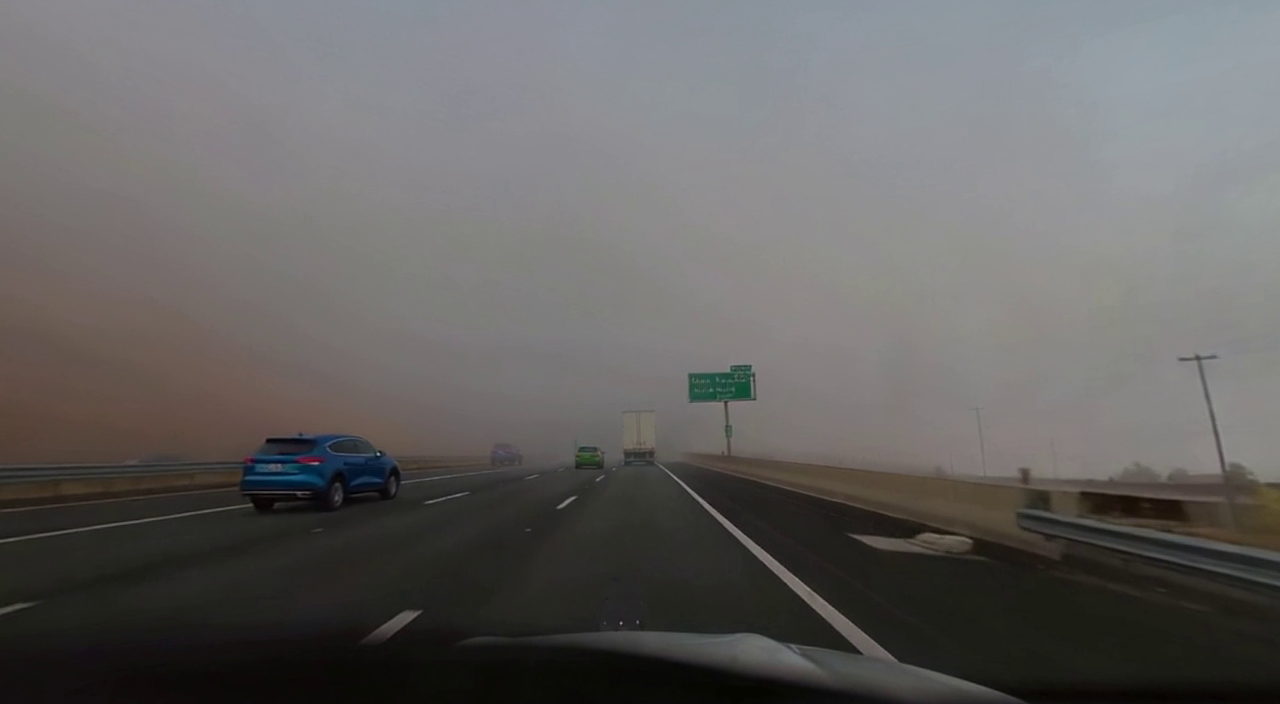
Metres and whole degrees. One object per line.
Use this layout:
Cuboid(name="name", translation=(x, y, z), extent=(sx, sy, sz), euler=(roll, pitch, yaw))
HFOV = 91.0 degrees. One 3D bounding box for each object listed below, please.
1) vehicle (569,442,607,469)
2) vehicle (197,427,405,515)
Cuboid(name="vehicle", translation=(-3.540, 7.130, 43.601), extent=(2.194, 1.725, 4.698), euler=(1, -9, 0))
Cuboid(name="vehicle", translation=(-7.483, 2.668, 14.660), extent=(2.098, 1.678, 4.822), euler=(0, -9, 0))
